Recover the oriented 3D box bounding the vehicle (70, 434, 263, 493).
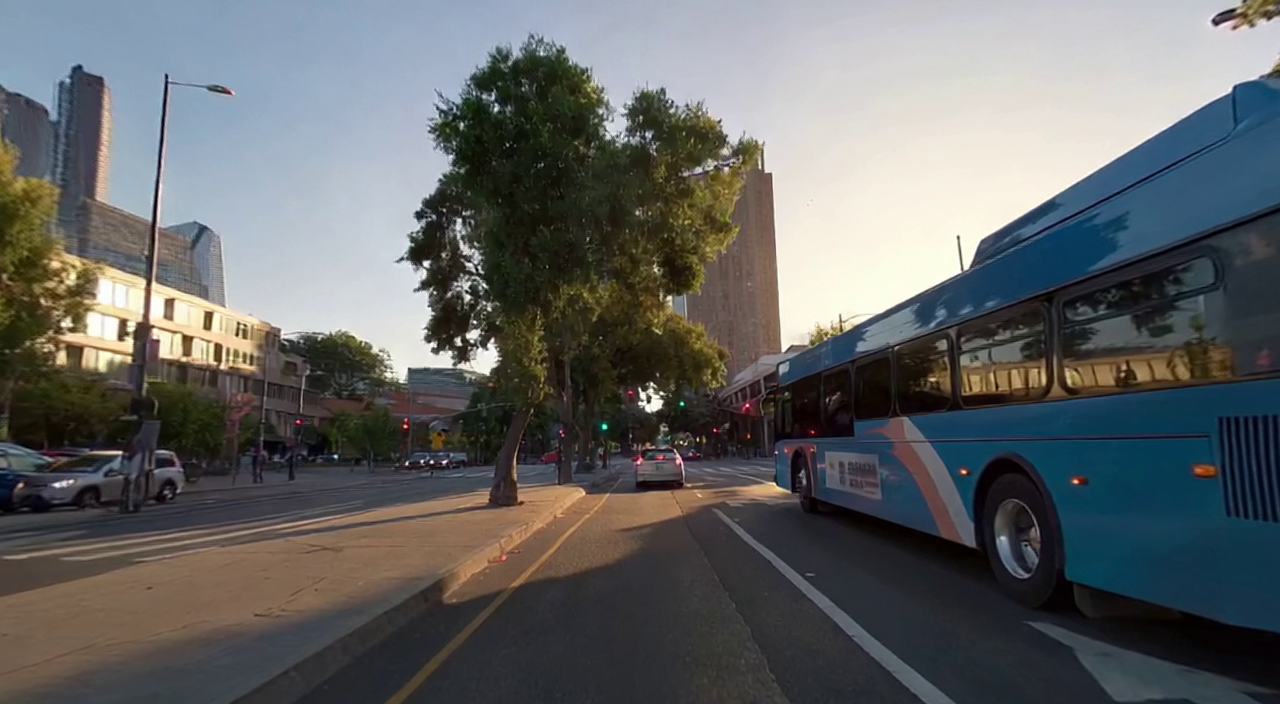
[{"bbox_3d":[-29.251,6.897,39.627,9.150,3.310,2.988,6,-12,-37],"label":"vehicle"}]

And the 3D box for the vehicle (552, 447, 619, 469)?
[{"bbox_3d":[-3.776,7.338,43.879,4.417,1.490,1.816,-5,-10,31],"label":"vehicle"}]

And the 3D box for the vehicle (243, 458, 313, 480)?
[{"bbox_3d":[-27.563,8.889,48.184,4.483,1.461,1.773,5,-10,-29],"label":"vehicle"}]

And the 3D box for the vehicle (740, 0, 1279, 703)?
[{"bbox_3d":[3.423,0.117,4.102,3.250,3.731,13.693,0,-8,0],"label":"vehicle"}]

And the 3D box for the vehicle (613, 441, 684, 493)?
[{"bbox_3d":[0.310,3.801,21.184,2.123,1.544,4.158,0,-8,1],"label":"vehicle"}]

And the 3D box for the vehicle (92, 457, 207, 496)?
[{"bbox_3d":[-26.014,6.545,33.600,4.570,1.858,1.942,7,-11,-40],"label":"vehicle"}]
